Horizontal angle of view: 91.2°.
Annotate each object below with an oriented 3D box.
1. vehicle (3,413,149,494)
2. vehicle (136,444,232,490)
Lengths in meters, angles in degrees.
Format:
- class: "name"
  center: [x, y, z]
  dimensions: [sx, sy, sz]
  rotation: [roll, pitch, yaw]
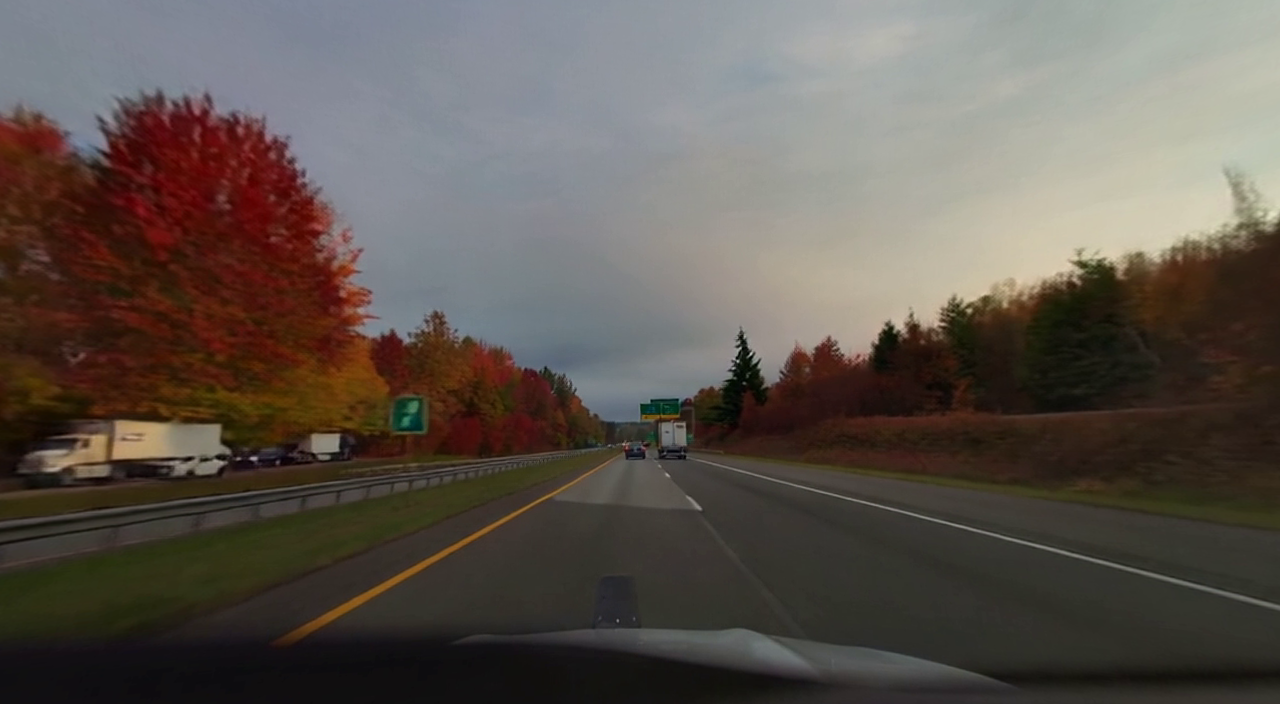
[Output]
- class: "vehicle"
  center: [-31.497, 5.685, 35.469]
  dimensions: [3.075, 4.089, 6.338]
  rotation: [1, -9, -12]
- class: "vehicle"
  center: [-28.616, 7.187, 39.669]
  dimensions: [2.351, 2.578, 6.157]
  rotation: [1, -9, -11]
